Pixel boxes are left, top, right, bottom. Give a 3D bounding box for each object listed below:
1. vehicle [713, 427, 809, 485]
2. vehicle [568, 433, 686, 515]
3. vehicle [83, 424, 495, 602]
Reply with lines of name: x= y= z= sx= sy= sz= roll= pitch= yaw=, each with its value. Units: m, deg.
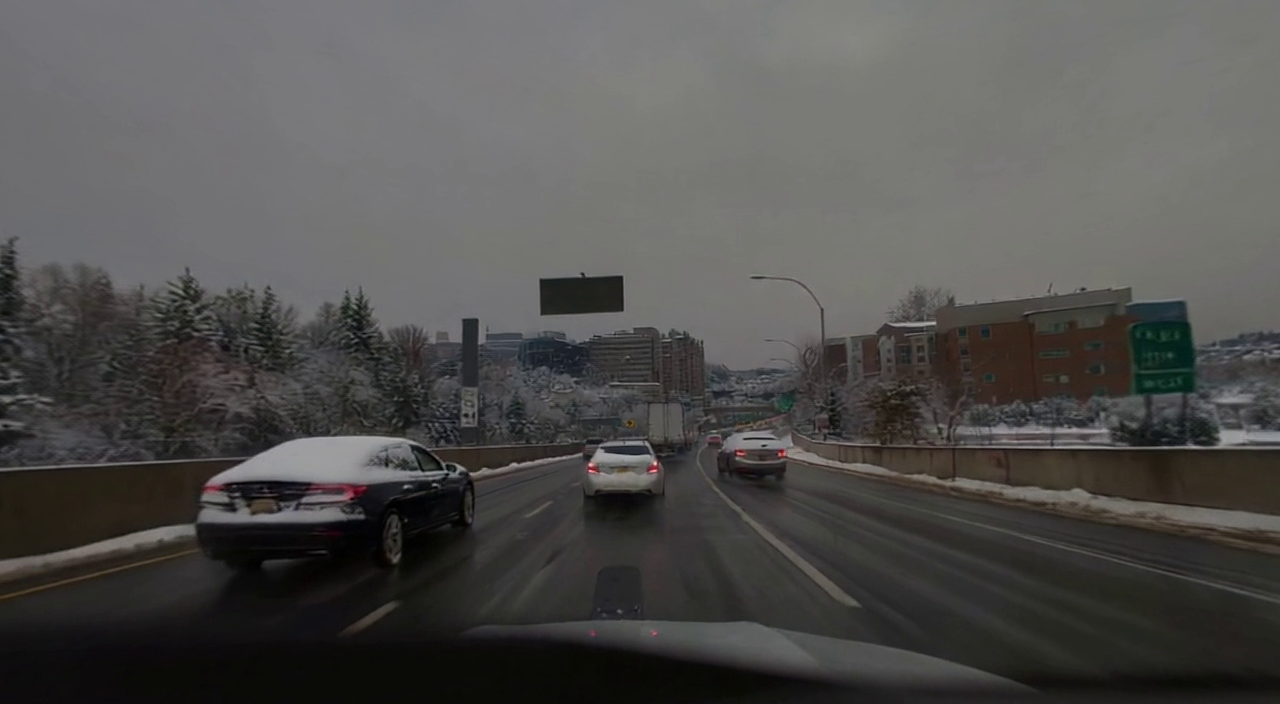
vehicle: x=3.777 y=3.356 z=20.641 sx=2.166 sy=1.666 sz=4.618 roll=0 pitch=-9 yaw=0
vehicle: x=-0.200 y=2.527 z=13.515 sx=2.136 sy=1.470 sz=3.971 roll=-1 pitch=-9 yaw=1
vehicle: x=-3.541 y=1.740 z=7.874 sx=2.130 sy=1.474 sz=5.027 roll=-1 pitch=-9 yaw=2
